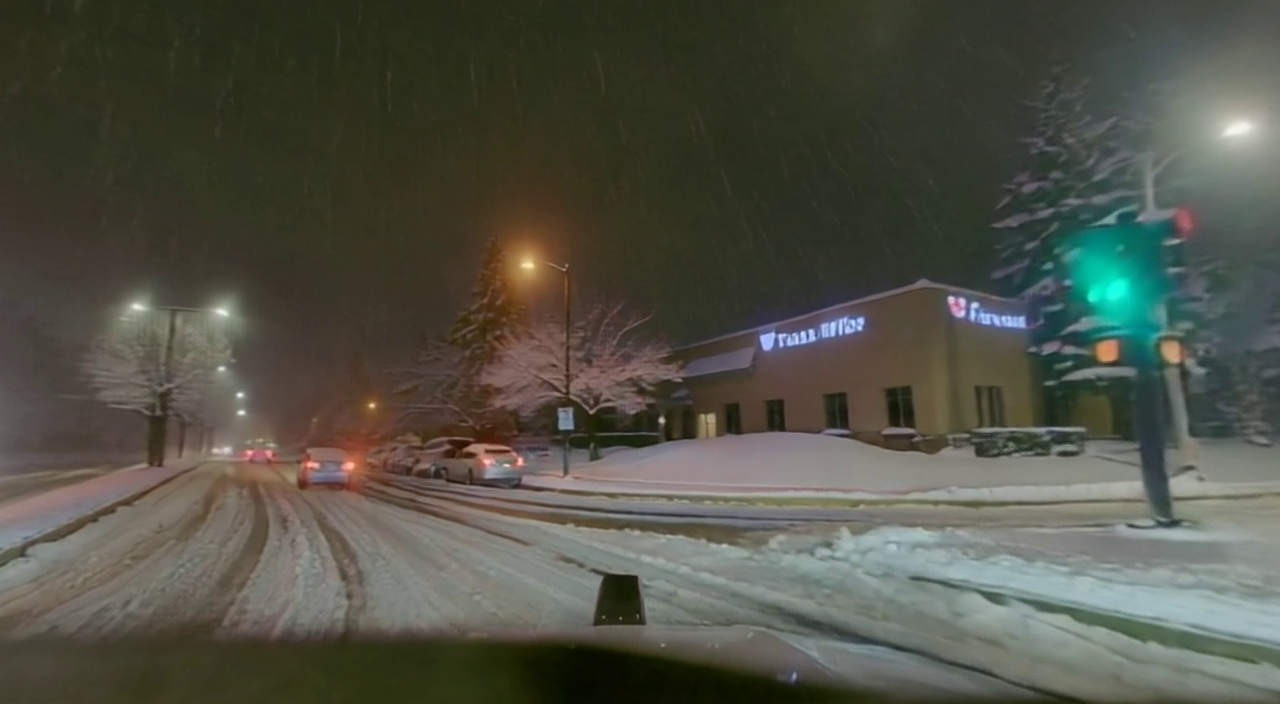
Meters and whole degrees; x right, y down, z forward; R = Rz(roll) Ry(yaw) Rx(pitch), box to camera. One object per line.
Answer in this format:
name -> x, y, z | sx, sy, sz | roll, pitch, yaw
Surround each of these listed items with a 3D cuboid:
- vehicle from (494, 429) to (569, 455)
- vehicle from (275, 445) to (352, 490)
vehicle -> -7.880, 6.582, 46.125 | 4.851, 1.737, 2.189 | 6, -10, -36
vehicle -> -13.588, 4.713, 26.171 | 2.197, 1.642, 4.312 | 6, -10, -34
